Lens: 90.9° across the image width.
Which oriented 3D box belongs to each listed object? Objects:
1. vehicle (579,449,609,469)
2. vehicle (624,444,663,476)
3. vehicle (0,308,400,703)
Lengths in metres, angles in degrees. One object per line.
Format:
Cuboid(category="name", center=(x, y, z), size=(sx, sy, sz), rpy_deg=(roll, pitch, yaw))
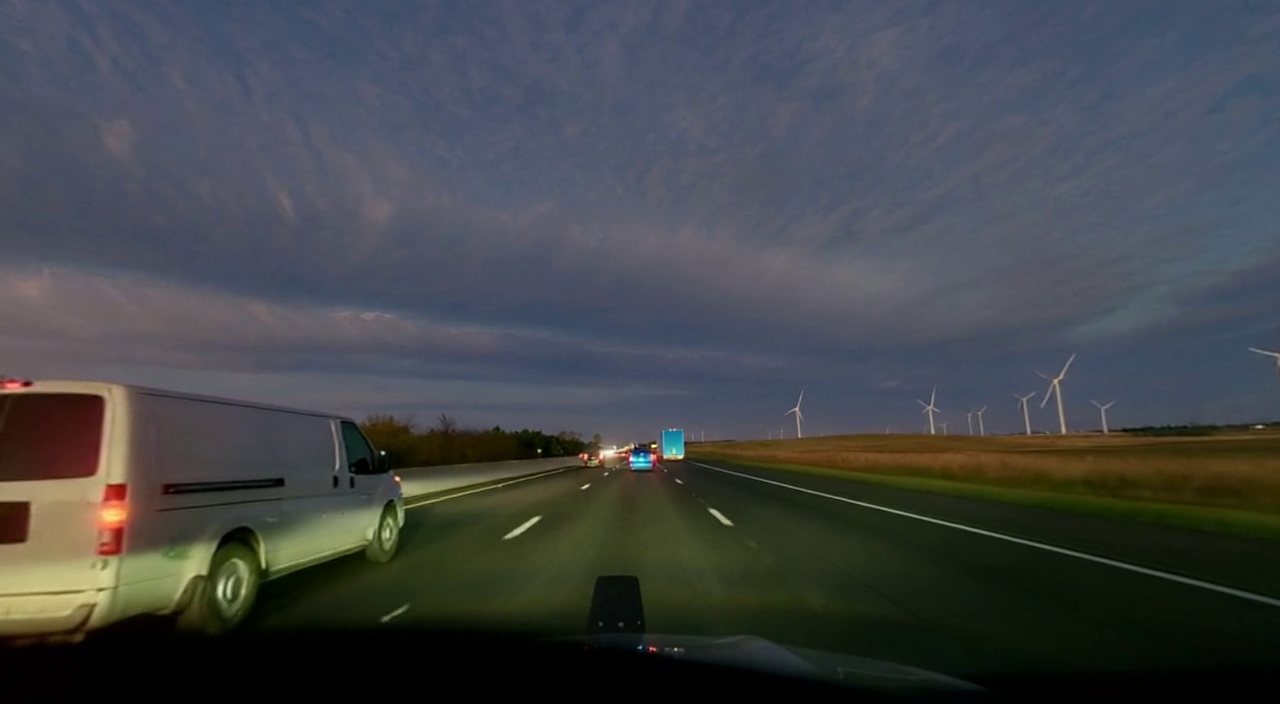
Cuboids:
Cuboid(category="vehicle", center=(-3.569, 8.407, 49.550), size=(1.984, 1.491, 4.341), rpy_deg=(0, -9, 0))
Cuboid(category="vehicle", center=(0.192, 6.165, 36.237), size=(2.083, 1.689, 4.083), rpy_deg=(0, -9, 0))
Cuboid(category="vehicle", center=(-4.010, 1.137, 5.118), size=(2.238, 1.984, 4.650), rpy_deg=(0, -9, 0))
